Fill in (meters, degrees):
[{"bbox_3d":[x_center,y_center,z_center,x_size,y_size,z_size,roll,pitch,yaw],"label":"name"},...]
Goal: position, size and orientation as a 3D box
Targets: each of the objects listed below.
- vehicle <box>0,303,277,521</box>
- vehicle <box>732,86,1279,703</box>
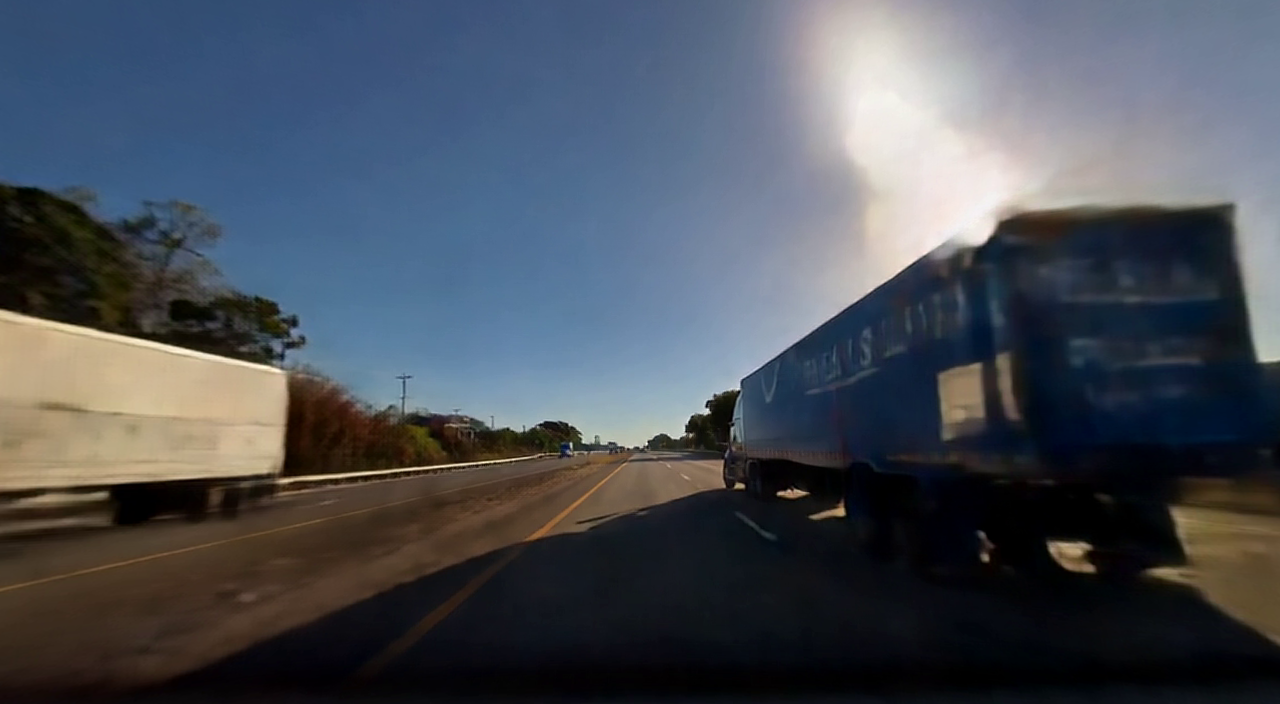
[{"bbox_3d":[-13.129,1.474,13.832,3.302,3.833,12.408,0,-9,-2],"label":"vehicle"},{"bbox_3d":[4.044,1.098,10.364,3.341,4.269,12.252,0,-9,1],"label":"vehicle"}]
